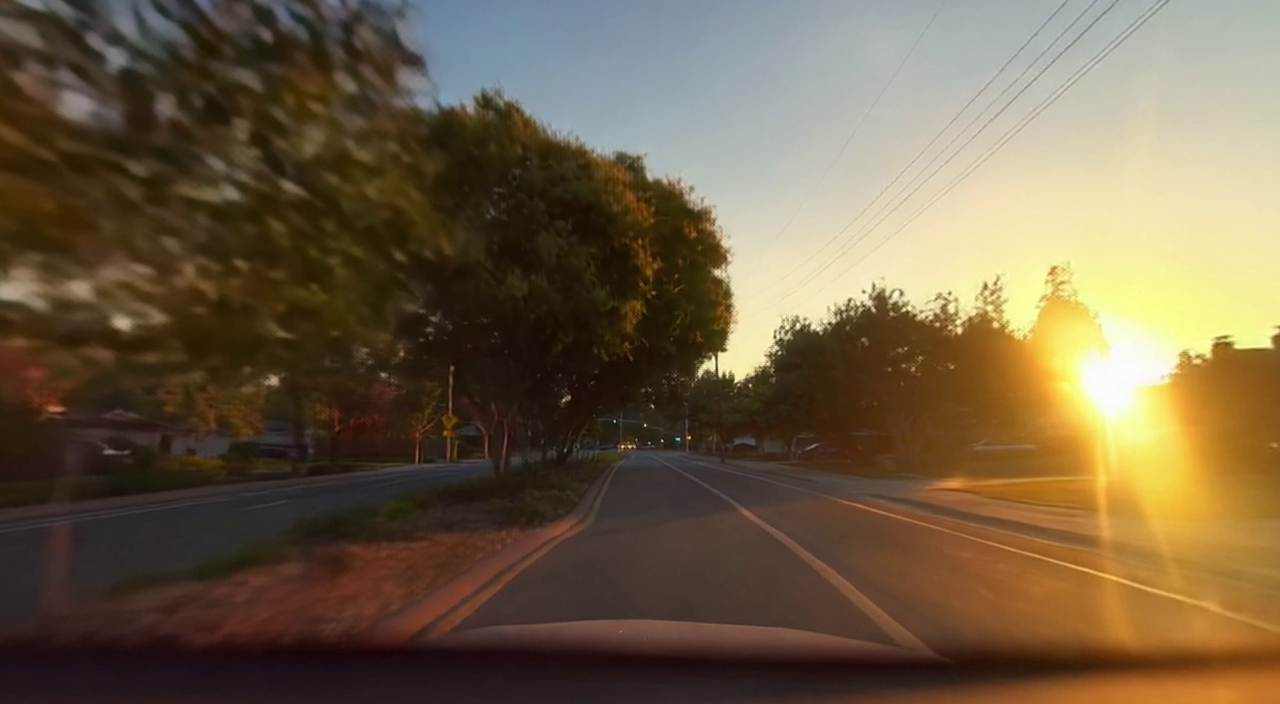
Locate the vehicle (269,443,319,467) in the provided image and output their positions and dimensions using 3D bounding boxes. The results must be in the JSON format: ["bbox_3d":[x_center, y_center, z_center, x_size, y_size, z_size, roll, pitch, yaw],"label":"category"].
[{"bbox_3d":[-25.051,7.490,45.825,1.958,1.668,4.701,3,-9,-14],"label":"vehicle"}]

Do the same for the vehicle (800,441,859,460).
[{"bbox_3d":[14.723,7.650,49.037,4.253,1.397,1.717,-3,-9,17],"label":"vehicle"}]
